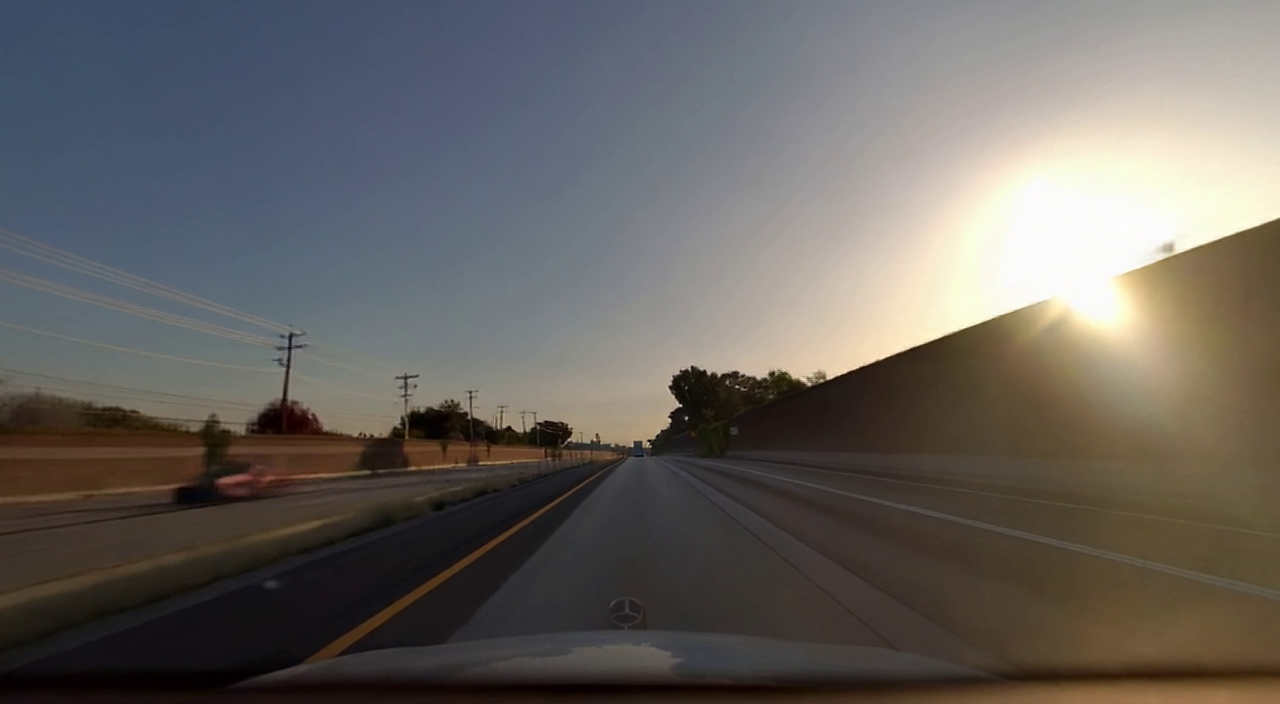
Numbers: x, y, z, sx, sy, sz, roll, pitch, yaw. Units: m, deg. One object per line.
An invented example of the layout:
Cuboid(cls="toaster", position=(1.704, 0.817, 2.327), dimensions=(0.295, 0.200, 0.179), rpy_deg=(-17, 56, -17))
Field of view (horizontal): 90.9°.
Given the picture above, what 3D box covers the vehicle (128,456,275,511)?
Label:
Cuboid(cls="vehicle", position=(-14.283, 4.258, 20.880), dimensions=(1.950, 1.528, 3.992), rpy_deg=(0, -8, 0))
